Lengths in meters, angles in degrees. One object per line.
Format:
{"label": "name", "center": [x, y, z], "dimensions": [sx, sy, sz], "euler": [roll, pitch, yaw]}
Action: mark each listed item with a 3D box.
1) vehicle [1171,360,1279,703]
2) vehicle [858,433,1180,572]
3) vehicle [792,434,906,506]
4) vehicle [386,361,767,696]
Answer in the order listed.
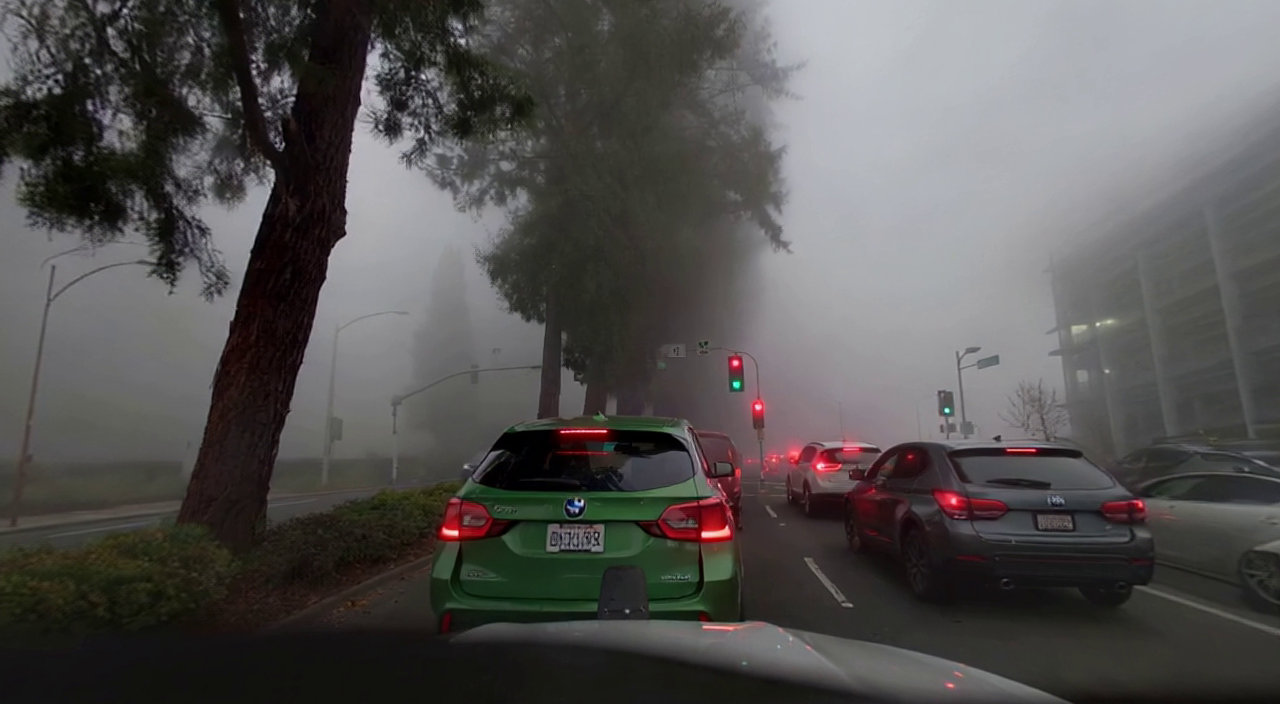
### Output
{"label": "vehicle", "center": [4.063, 0.613, 1.111], "dimensions": [1.993, 1.719, 4.953], "euler": [0, -8, 1]}
{"label": "vehicle", "center": [4.901, 1.975, 9.167], "dimensions": [1.963, 1.480, 4.553], "euler": [0, -8, 2]}
{"label": "vehicle", "center": [5.342, 3.037, 16.716], "dimensions": [1.994, 1.638, 4.100], "euler": [-1, -9, 6]}
{"label": "vehicle", "center": [-0.210, 1.239, 5.558], "dimensions": [2.021, 1.742, 4.295], "euler": [-1, -8, 4]}
